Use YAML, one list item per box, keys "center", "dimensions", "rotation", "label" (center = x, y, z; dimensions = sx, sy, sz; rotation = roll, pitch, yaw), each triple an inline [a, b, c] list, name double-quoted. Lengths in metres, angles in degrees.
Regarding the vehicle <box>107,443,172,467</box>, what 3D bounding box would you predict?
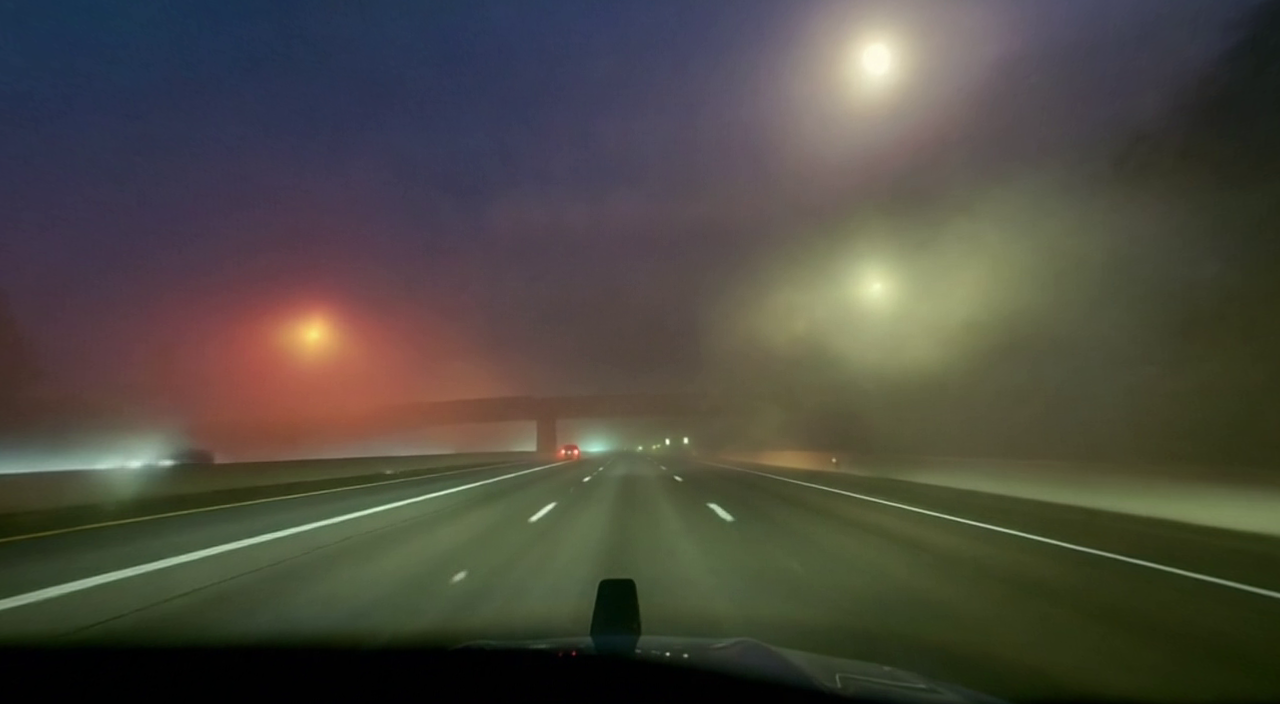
- center: [-36.223, 7.439, 45.819]
  dimensions: [1.844, 1.473, 3.683]
  rotation: [-4, -7, -1]
  label: "vehicle"
